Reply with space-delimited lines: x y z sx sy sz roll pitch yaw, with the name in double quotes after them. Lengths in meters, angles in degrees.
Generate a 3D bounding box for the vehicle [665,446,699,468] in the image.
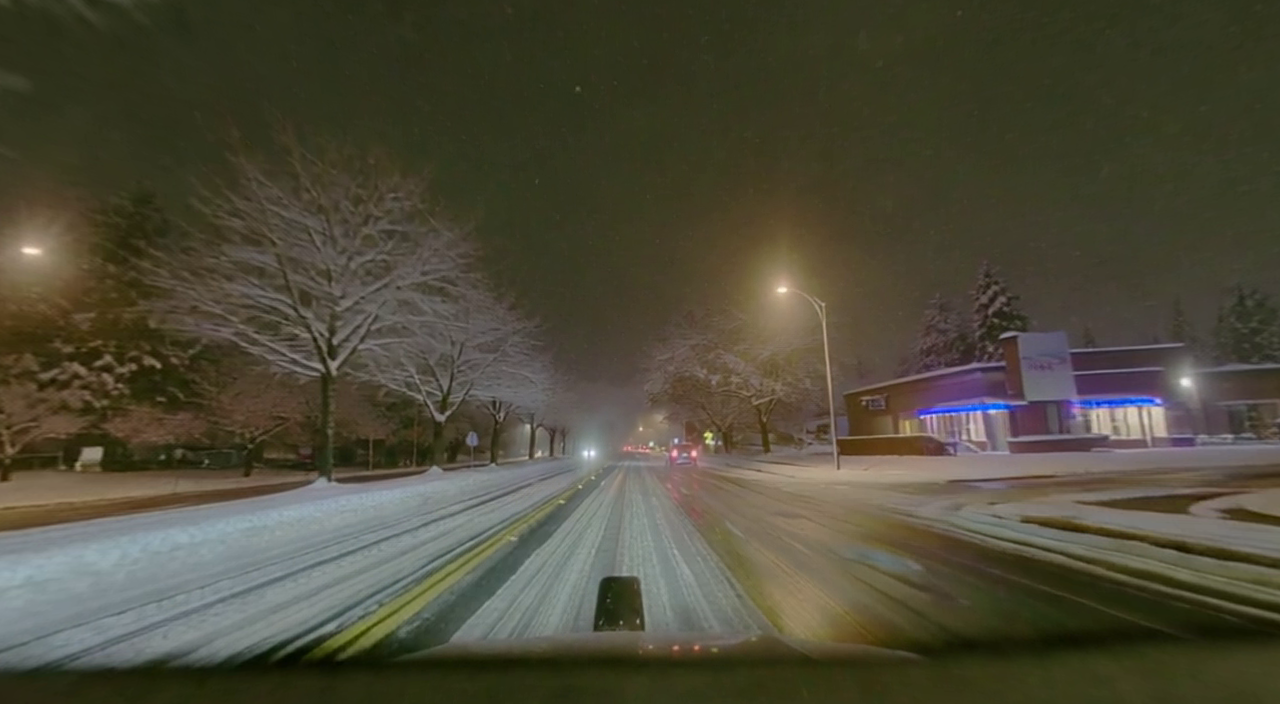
3.060 7.714 46.522 2.033 1.482 4.571 1 -9 -2 "vehicle"
